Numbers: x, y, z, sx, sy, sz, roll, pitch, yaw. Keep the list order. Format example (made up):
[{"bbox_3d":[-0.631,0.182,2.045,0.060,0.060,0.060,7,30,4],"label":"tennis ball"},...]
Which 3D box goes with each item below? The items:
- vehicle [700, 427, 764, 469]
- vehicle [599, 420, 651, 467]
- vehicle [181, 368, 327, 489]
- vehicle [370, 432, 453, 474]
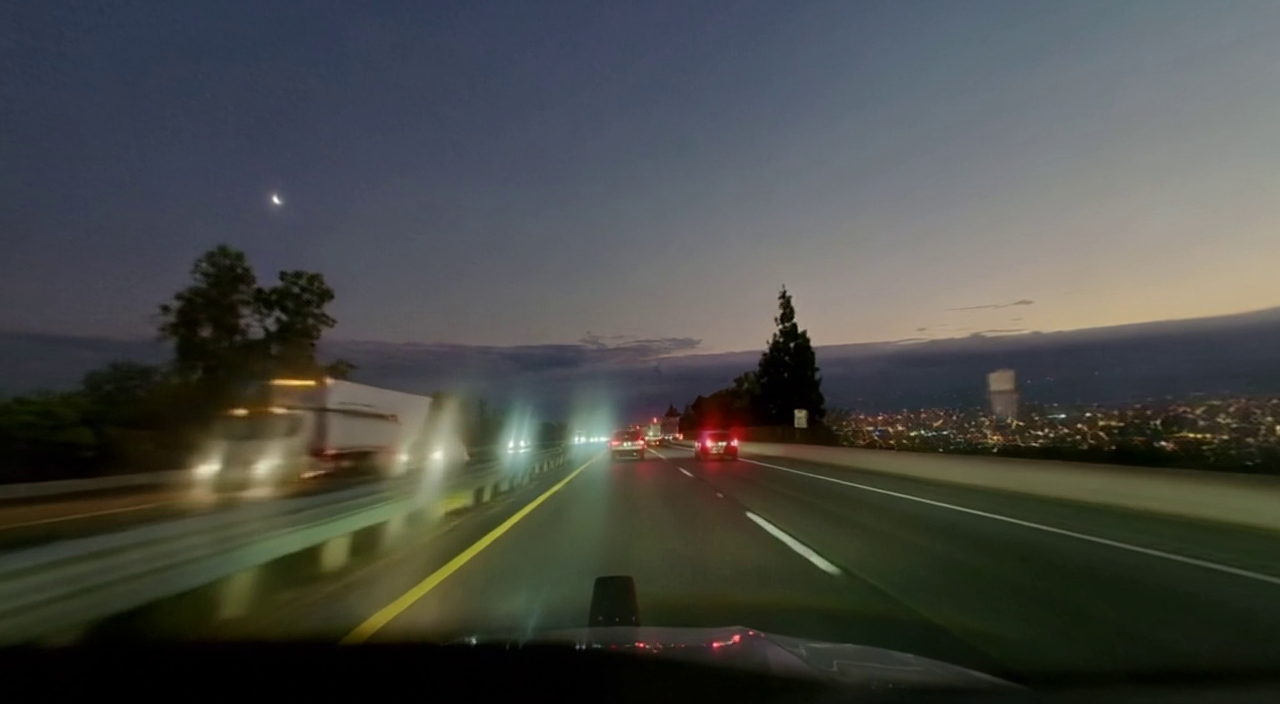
[{"bbox_3d":[3.775,4.014,26.569,1.981,1.606,3.956,0,-8,-2],"label":"vehicle"},{"bbox_3d":[-0.721,4.341,30.164,2.270,2.044,4.633,0,-8,-2],"label":"vehicle"},{"bbox_3d":[-13.724,2.774,22.755,2.990,4.029,3.259,0,-8,-1],"label":"vehicle"},{"bbox_3d":[-9.476,4.187,26.506,1.953,1.598,4.409,0,-8,-2],"label":"vehicle"}]
